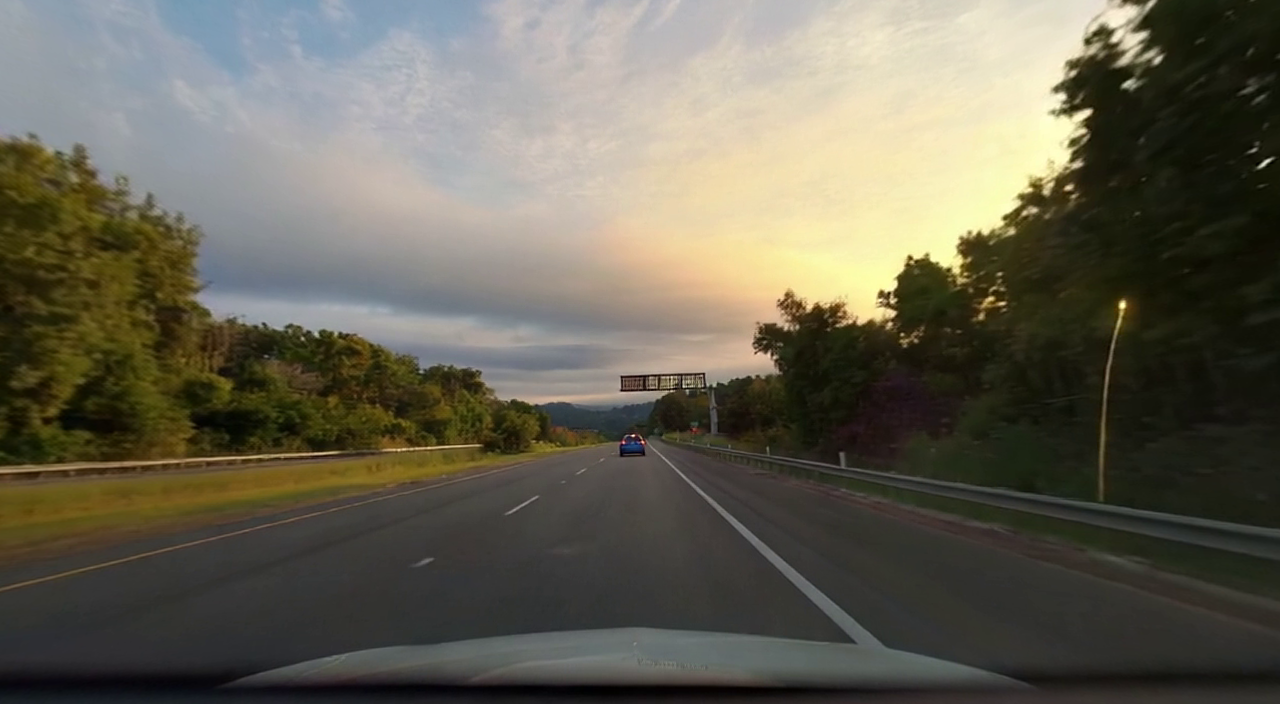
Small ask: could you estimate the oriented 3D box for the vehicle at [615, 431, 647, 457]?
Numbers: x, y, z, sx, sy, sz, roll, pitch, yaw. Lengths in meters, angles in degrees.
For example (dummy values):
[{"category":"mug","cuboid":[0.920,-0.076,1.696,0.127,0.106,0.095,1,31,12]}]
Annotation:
[{"category":"vehicle","cuboid":[-0.634,6.575,45.014,2.180,1.717,4.139,0,-8,-1]}]
